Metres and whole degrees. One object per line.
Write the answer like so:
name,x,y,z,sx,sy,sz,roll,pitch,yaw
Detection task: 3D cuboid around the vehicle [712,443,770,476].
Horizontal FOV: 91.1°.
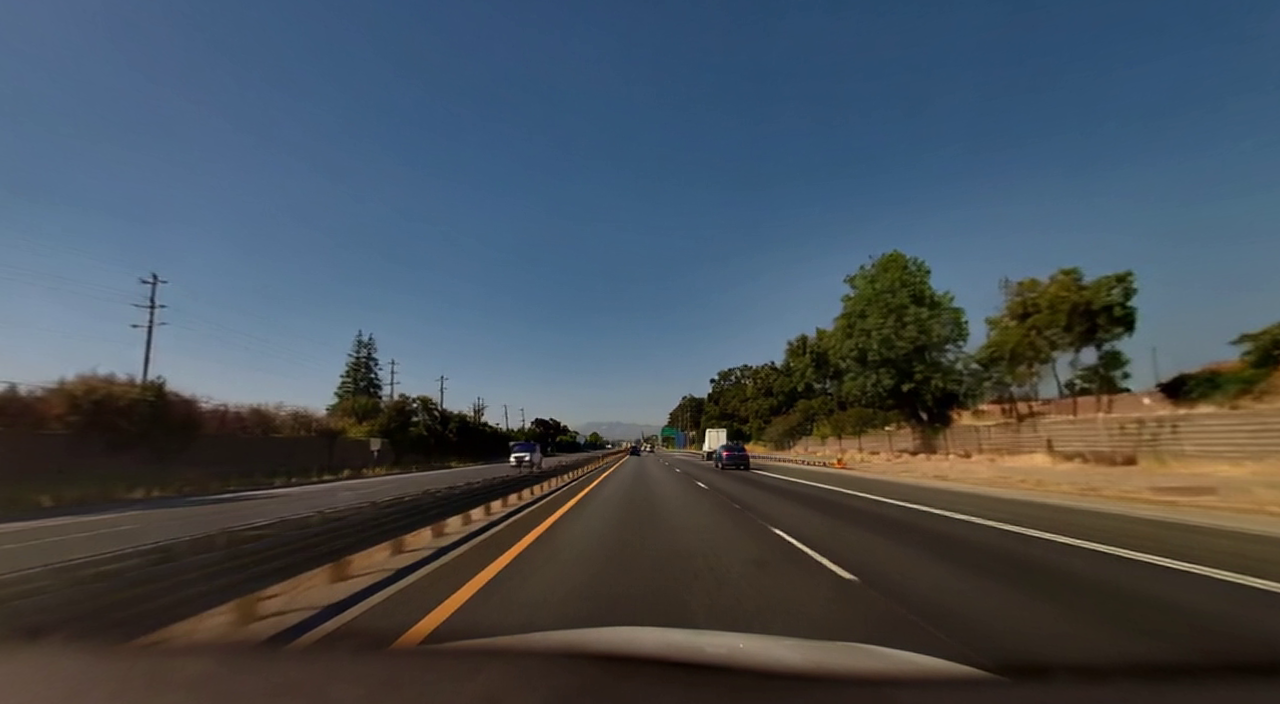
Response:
vehicle,4.576,4.941,28.994,1.923,1.408,3.835,0,-9,-1

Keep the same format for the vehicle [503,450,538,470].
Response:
vehicle,-9.373,8.476,49.514,1.916,1.467,4.458,0,-9,0
